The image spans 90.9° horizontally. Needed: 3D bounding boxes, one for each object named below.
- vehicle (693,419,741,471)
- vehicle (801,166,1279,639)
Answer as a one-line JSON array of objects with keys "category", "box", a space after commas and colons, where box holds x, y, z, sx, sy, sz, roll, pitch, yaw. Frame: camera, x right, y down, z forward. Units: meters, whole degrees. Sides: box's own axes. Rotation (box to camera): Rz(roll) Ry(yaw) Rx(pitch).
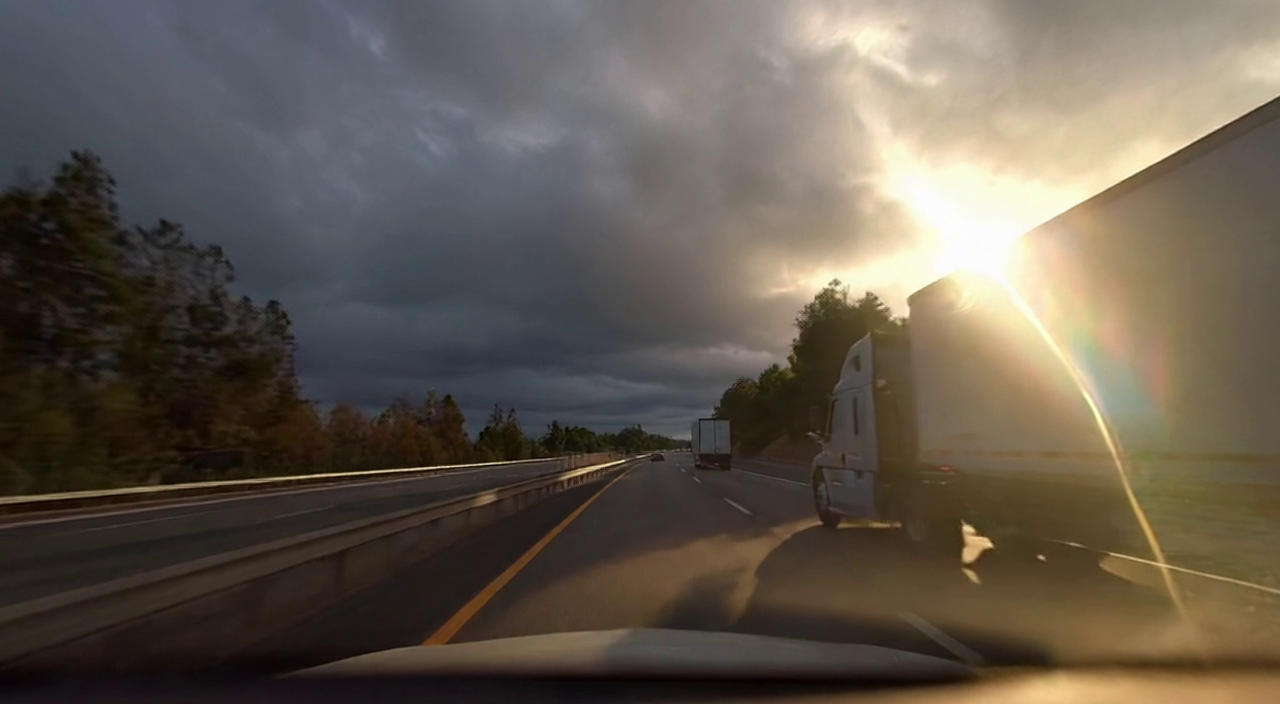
[{"category": "vehicle", "box": [5.276, 6.600, 44.508, 2.682, 3.349, 7.138, 0, -9, 2]}, {"category": "vehicle", "box": [4.295, 0.755, 7.791, 2.990, 3.561, 6.145, 0, -9, 1]}]
